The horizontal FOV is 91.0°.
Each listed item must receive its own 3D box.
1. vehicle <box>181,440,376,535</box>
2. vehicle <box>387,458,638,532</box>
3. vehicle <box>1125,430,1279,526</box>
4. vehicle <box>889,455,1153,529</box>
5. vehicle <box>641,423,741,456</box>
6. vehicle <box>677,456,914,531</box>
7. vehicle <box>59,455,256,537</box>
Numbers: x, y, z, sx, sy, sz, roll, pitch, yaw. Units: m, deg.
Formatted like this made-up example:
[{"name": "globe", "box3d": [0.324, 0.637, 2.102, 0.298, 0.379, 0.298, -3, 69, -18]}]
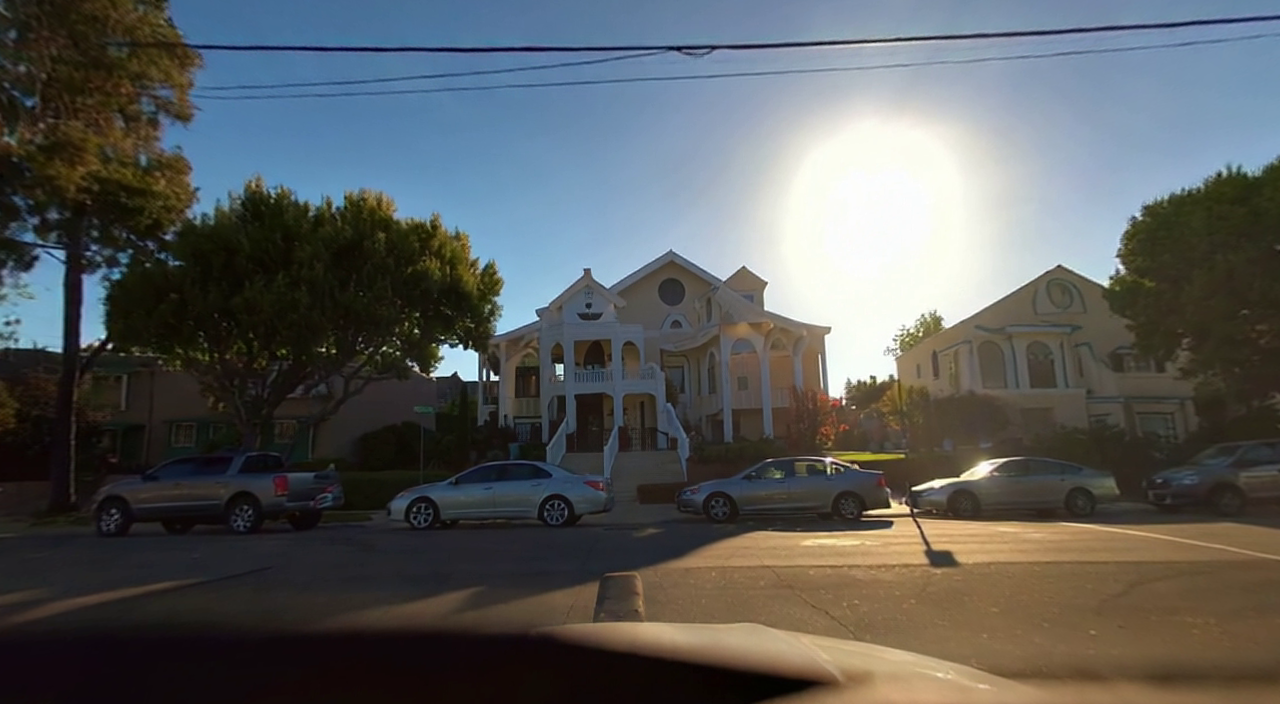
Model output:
[{"name": "vehicle", "box3d": [-8.621, 3.212, 15.649, 2.046, 1.969, 4.585, 0, -9, 1]}, {"name": "vehicle", "box3d": [-2.594, 3.077, 13.788, 5.075, 1.436, 1.863, 0, -8, 0]}, {"name": "vehicle", "box3d": [14.508, 2.834, 14.567, 4.513, 1.970, 2.512, 1, -8, -4]}, {"name": "vehicle", "box3d": [8.337, 3.055, 14.049, 4.785, 1.471, 1.798, 1, -8, -4]}, {"name": "vehicle", "box3d": [2.369, 4.183, 30.033, 4.565, 1.479, 1.775, 0, -8, -2]}, {"name": "vehicle", "box3d": [3.197, 3.028, 13.699, 4.663, 1.452, 1.801, 0, -8, 0]}, {"name": "vehicle", "box3d": [-11.612, 3.425, 15.572, 1.827, 1.648, 4.030, 0, -9, -4]}]
